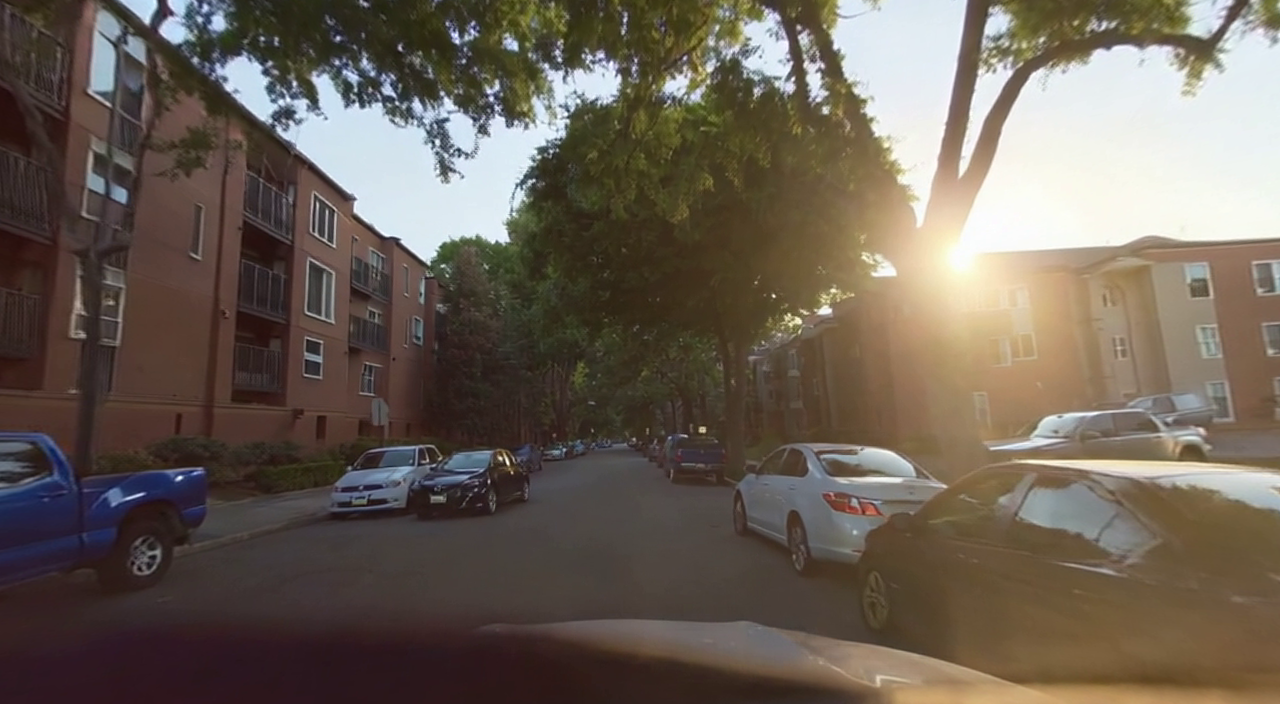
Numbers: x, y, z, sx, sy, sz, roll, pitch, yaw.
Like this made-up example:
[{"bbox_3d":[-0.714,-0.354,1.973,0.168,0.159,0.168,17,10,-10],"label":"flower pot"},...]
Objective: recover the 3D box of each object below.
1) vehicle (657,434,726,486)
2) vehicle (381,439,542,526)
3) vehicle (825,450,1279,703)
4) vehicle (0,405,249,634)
[{"bbox_3d":[1.735,3.787,22.488,1.878,1.664,4.033,1,-8,-3],"label":"vehicle"},{"bbox_3d":[-3.529,2.639,13.466,1.966,1.515,4.394,0,-8,3],"label":"vehicle"},{"bbox_3d":[2.435,1.151,2.969,1.720,1.333,4.233,0,-8,-2],"label":"vehicle"},{"bbox_3d":[-6.513,1.541,5.745,2.308,1.877,6.060,-4,-8,-2],"label":"vehicle"}]
